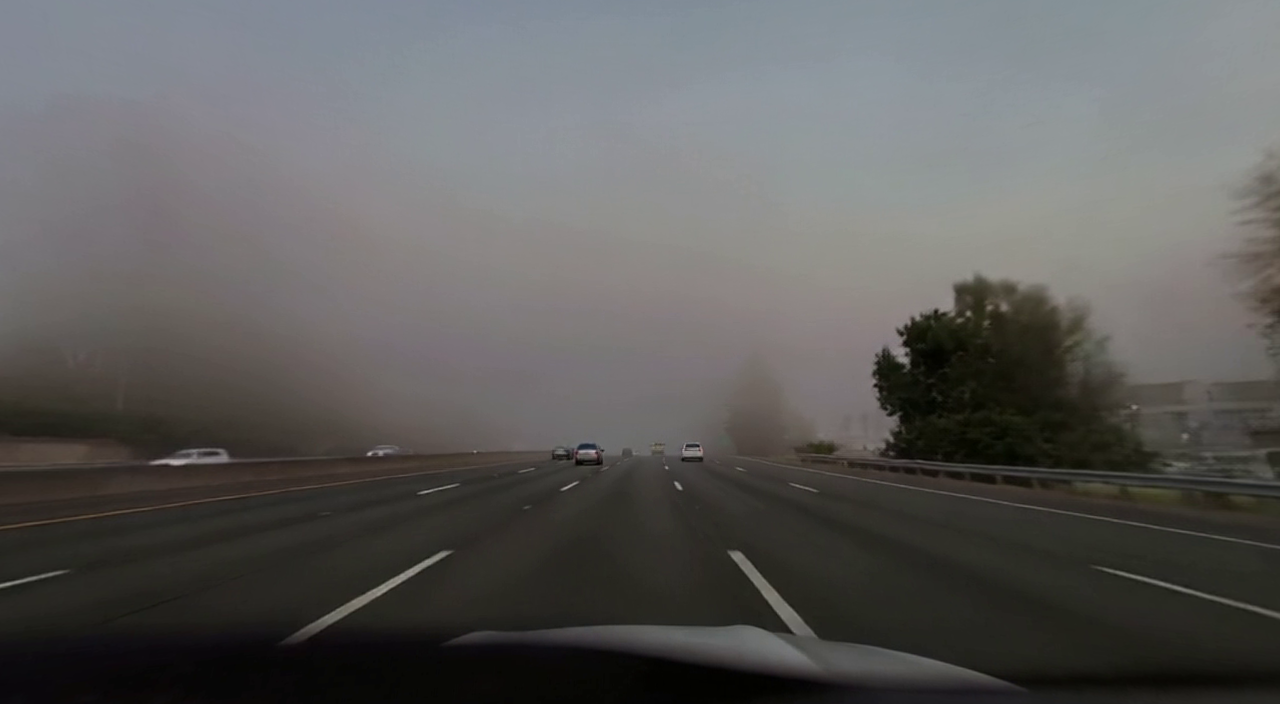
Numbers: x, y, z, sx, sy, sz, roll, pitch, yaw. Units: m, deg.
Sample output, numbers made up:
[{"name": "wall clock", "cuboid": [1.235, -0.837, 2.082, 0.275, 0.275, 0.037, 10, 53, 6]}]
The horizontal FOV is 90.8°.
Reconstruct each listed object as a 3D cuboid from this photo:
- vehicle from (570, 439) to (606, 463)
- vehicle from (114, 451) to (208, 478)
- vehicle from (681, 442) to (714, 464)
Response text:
[{"name": "vehicle", "cuboid": [-3.740, 7.243, 46.288, 2.179, 1.693, 4.204, 0, -8, 2]}, {"name": "vehicle", "cuboid": [-26.977, 6.320, 35.794, 1.772, 1.422, 4.404, 0, -8, 1]}, {"name": "vehicle", "cuboid": [4.067, 7.169, 45.107, 1.967, 1.475, 4.080, 0, -8, 0]}]
